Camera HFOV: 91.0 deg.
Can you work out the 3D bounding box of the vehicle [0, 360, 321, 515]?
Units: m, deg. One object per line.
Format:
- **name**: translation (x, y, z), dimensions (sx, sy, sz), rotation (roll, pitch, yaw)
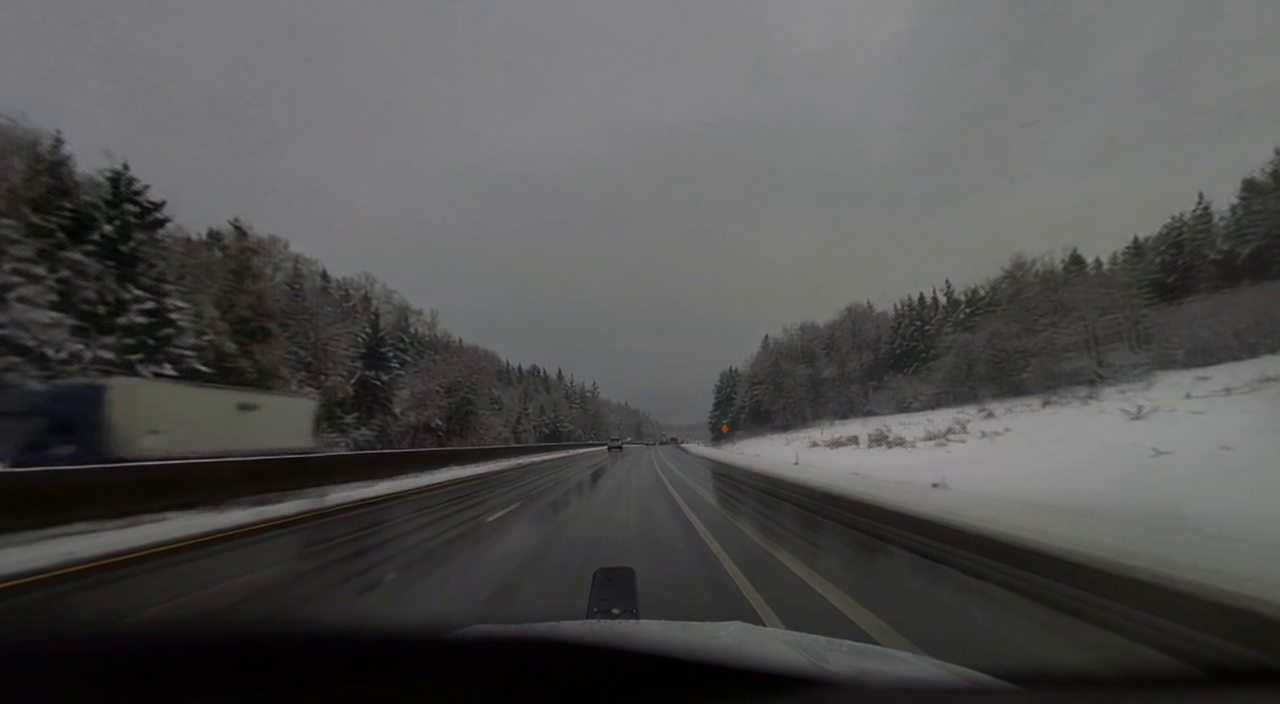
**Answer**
- **vehicle**: translation (-17.616, 3.339, 24.349), dimensions (3.072, 4.202, 14.354), rotation (0, -8, 0)
